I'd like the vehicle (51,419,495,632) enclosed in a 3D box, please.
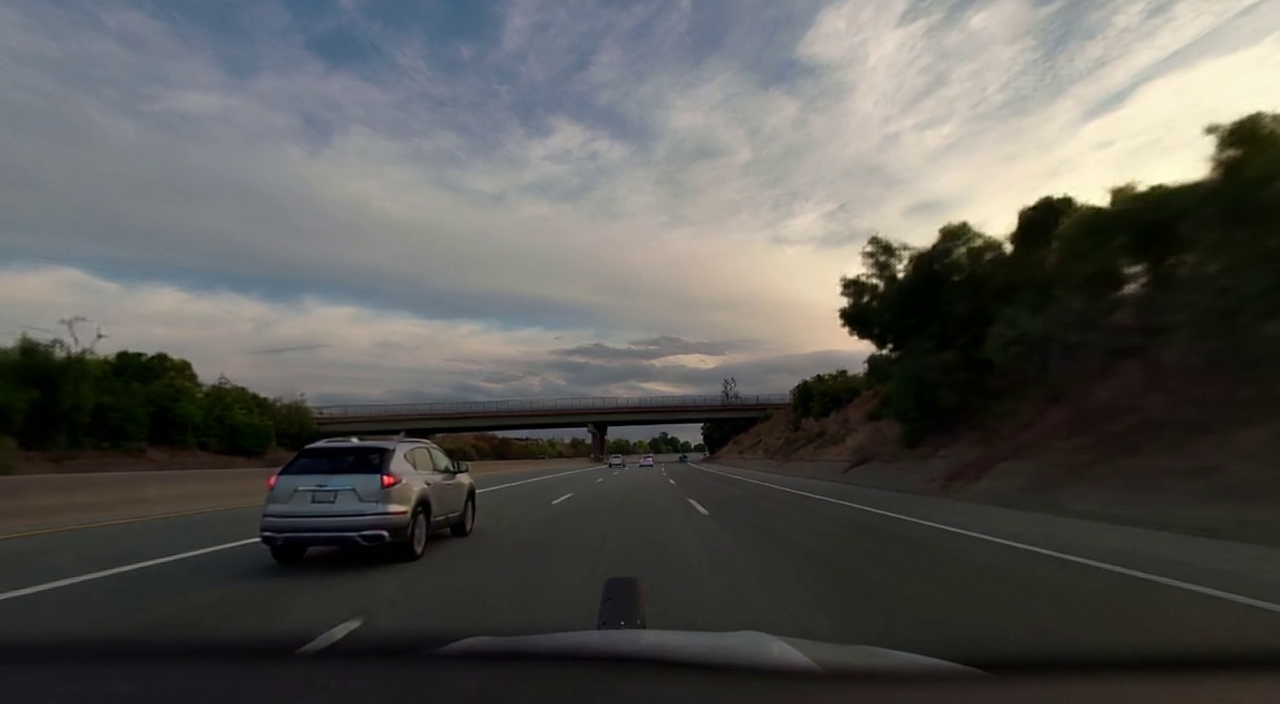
[{"bbox_3d":[-3.409,1.727,7.355,2.274,1.628,4.807,0,-9,0],"label":"vehicle"}]
